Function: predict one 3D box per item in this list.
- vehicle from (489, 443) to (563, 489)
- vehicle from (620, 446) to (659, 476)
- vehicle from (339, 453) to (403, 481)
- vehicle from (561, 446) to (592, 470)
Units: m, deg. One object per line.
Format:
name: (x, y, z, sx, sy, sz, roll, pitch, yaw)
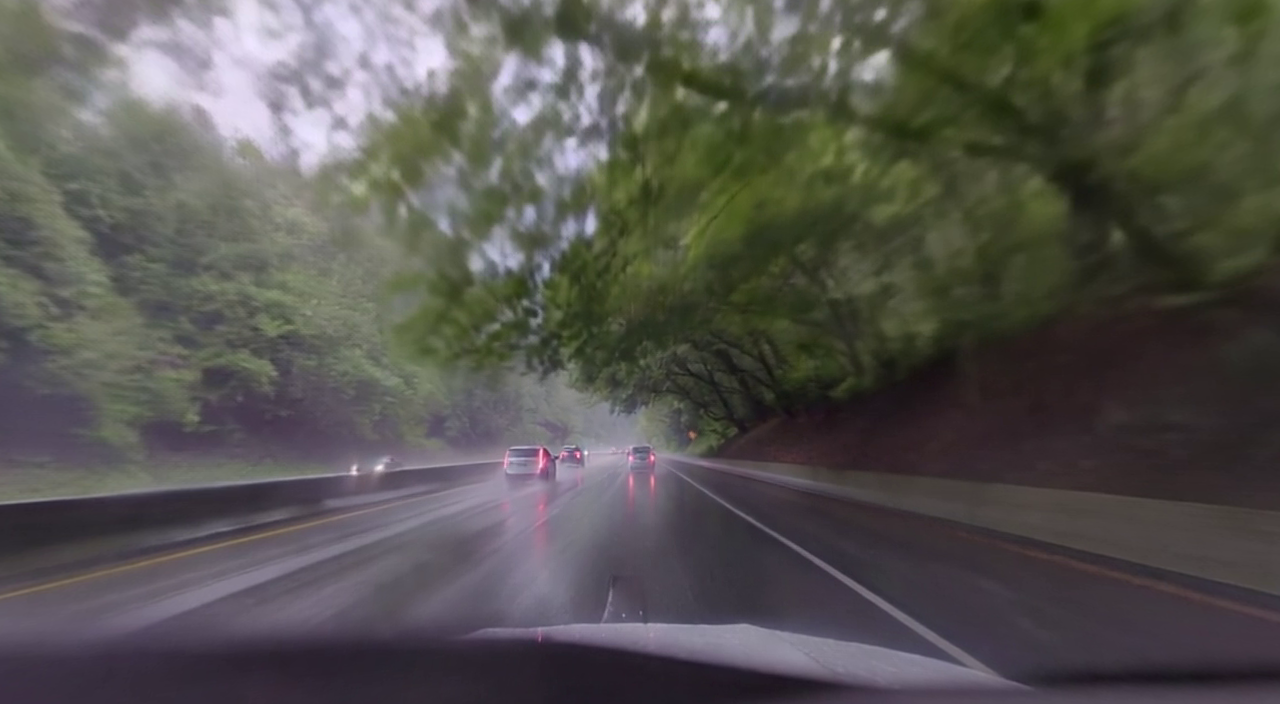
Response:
vehicle: (-4.093, 4.172, 23.270, 1.978, 1.538, 3.755, 0, -9, 1)
vehicle: (-0.052, 5.886, 34.092, 2.001, 1.490, 3.914, 0, -9, 0)
vehicle: (-16.027, 6.870, 37.803, 1.811, 1.537, 4.569, 0, -9, 0)
vehicle: (-4.509, 7.604, 45.381, 1.834, 1.615, 3.624, 0, -9, 0)
